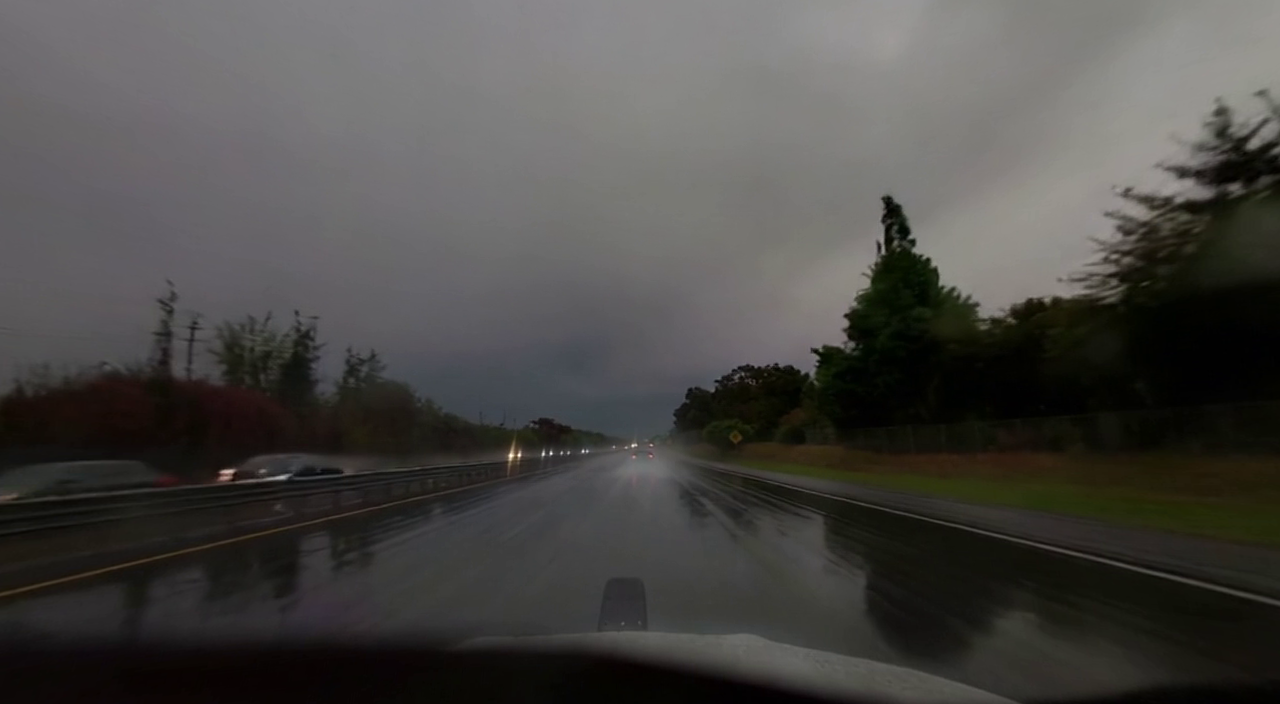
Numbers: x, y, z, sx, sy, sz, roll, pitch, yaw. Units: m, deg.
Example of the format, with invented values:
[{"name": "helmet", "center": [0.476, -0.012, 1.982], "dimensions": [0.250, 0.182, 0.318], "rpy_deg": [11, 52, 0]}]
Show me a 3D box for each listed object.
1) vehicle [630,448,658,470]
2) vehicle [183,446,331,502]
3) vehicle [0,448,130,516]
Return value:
[{"name": "vehicle", "center": [0.281, 7.828, 46.228], "dimensions": [1.964, 1.483, 4.016], "rpy_deg": [0, -9, 0]}, {"name": "vehicle", "center": [-11.814, 3.772, 19.844], "dimensions": [1.949, 1.547, 4.188], "rpy_deg": [0, -9, 1]}, {"name": "vehicle", "center": [-15.846, 3.208, 15.879], "dimensions": [2.078, 1.558, 4.558], "rpy_deg": [0, -9, 1]}]
